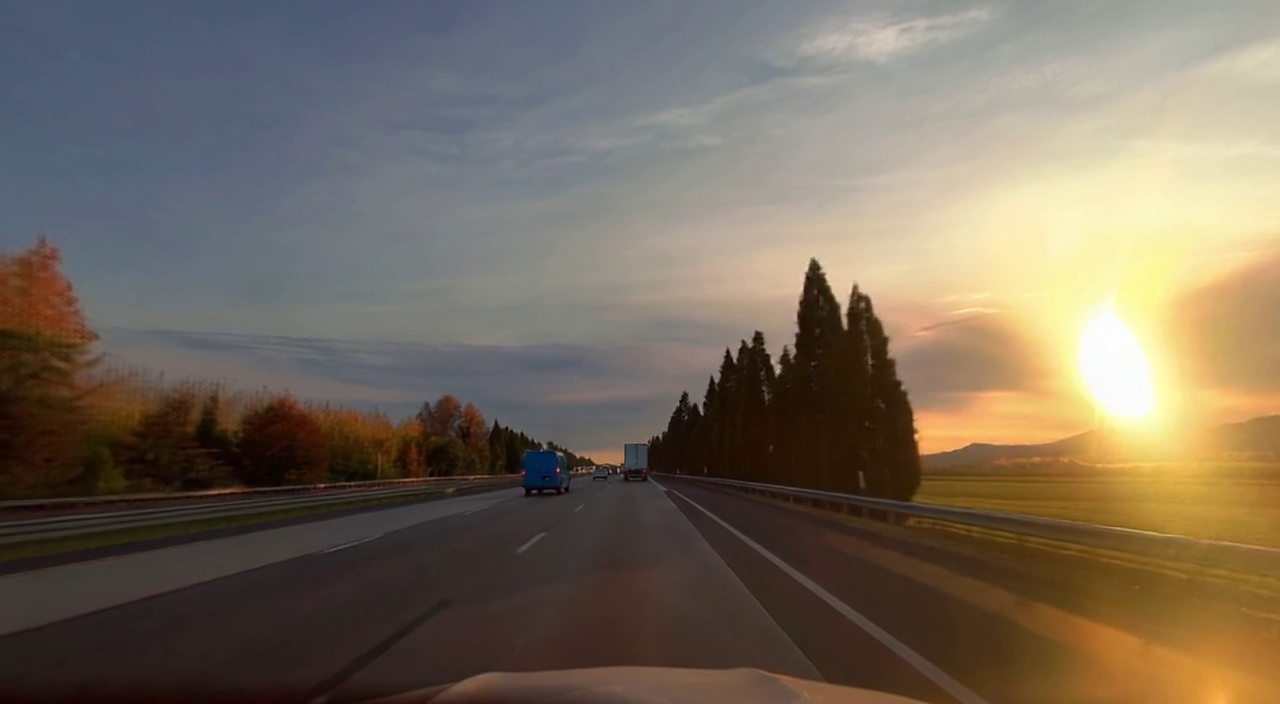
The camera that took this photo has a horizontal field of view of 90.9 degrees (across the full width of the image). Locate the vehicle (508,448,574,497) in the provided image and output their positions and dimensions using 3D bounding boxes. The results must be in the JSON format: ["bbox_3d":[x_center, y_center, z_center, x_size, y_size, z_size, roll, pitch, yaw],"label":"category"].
[{"bbox_3d":[-4.320,5.389,28.372,2.208,1.973,4.716,1,-10,0],"label":"vehicle"}]
